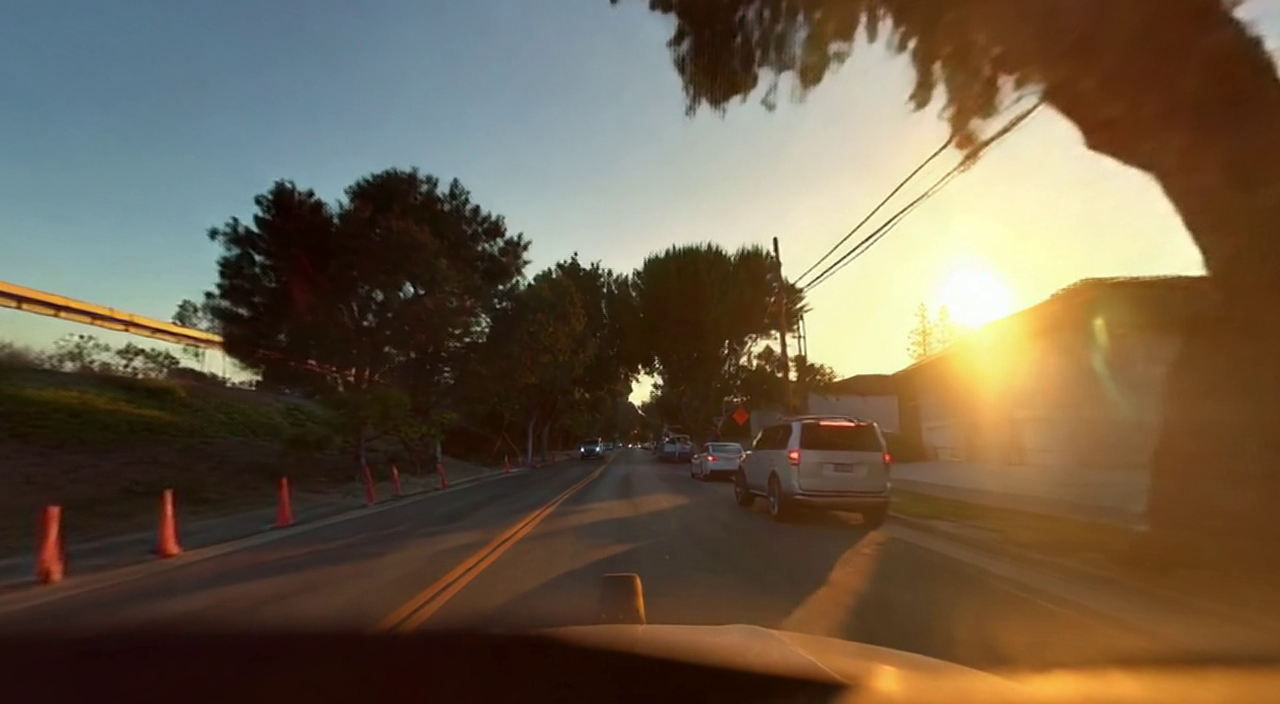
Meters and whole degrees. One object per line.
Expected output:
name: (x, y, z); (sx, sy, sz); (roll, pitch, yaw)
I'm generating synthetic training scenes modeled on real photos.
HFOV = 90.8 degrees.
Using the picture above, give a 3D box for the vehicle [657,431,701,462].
vehicle: (2.782, 7.044, 46.863); (2.759, 2.114, 6.152); (0, -9, -1)

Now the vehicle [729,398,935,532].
vehicle: (3.176, 2.044, 11.827); (2.293, 1.957, 4.934); (0, -9, 0)

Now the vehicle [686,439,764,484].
vehicle: (2.989, 3.988, 23.247); (2.006, 1.482, 4.722); (1, -9, -3)
